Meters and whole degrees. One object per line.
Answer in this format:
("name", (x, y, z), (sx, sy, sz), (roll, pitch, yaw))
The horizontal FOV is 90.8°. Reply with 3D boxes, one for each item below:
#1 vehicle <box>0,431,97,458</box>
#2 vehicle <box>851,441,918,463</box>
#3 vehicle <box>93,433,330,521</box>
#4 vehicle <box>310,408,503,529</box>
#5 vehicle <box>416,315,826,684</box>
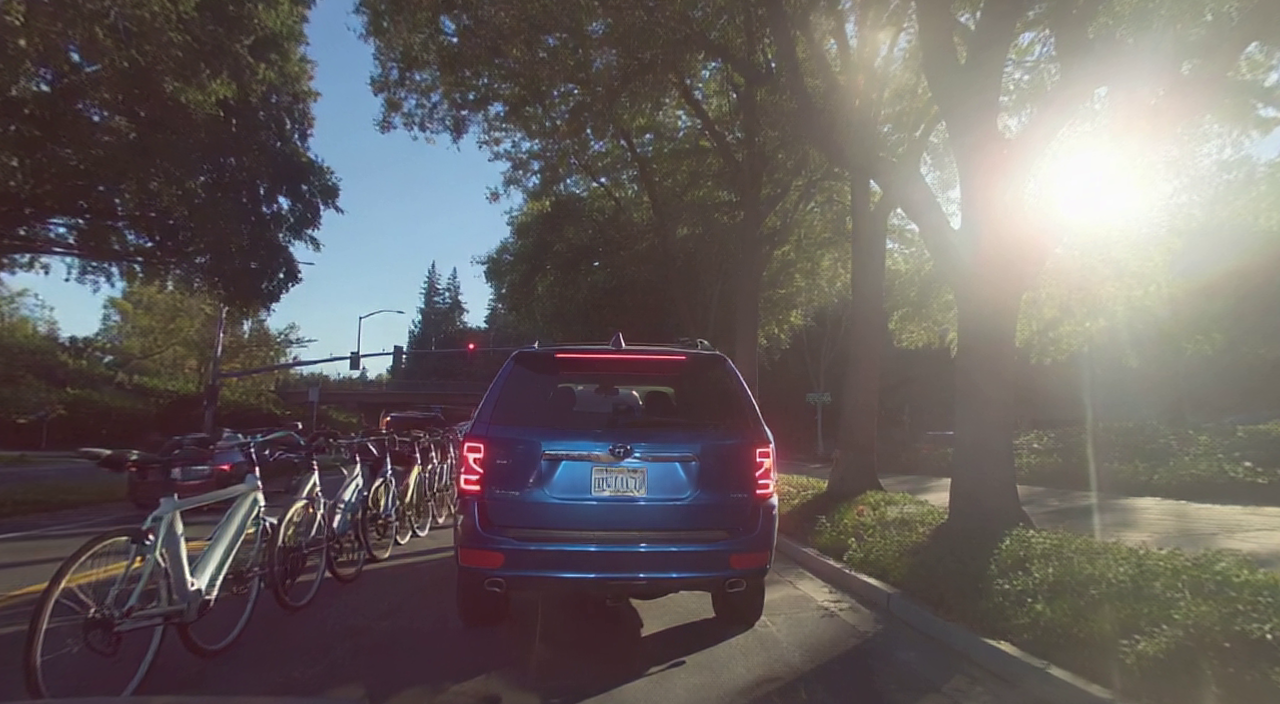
("vehicle", (-35.751, 5.549, 38.208), (3.926, 1.536, 1.731), (1, -7, -10))
("vehicle", (18.784, 7.675, 48.582), (4.435, 1.574, 1.816), (1, -9, -9))
("vehicle", (-8.549, 2.508, 13.292), (2.026, 1.479, 4.712), (1, -8, -6))
("vehicle", (-4.215, 2.219, 12.610), (2.337, 1.858, 5.409), (1, -9, -7))
("vehicle", (-0.248, 1.158, 6.000), (2.333, 2.087, 4.586), (1, -8, -4))
